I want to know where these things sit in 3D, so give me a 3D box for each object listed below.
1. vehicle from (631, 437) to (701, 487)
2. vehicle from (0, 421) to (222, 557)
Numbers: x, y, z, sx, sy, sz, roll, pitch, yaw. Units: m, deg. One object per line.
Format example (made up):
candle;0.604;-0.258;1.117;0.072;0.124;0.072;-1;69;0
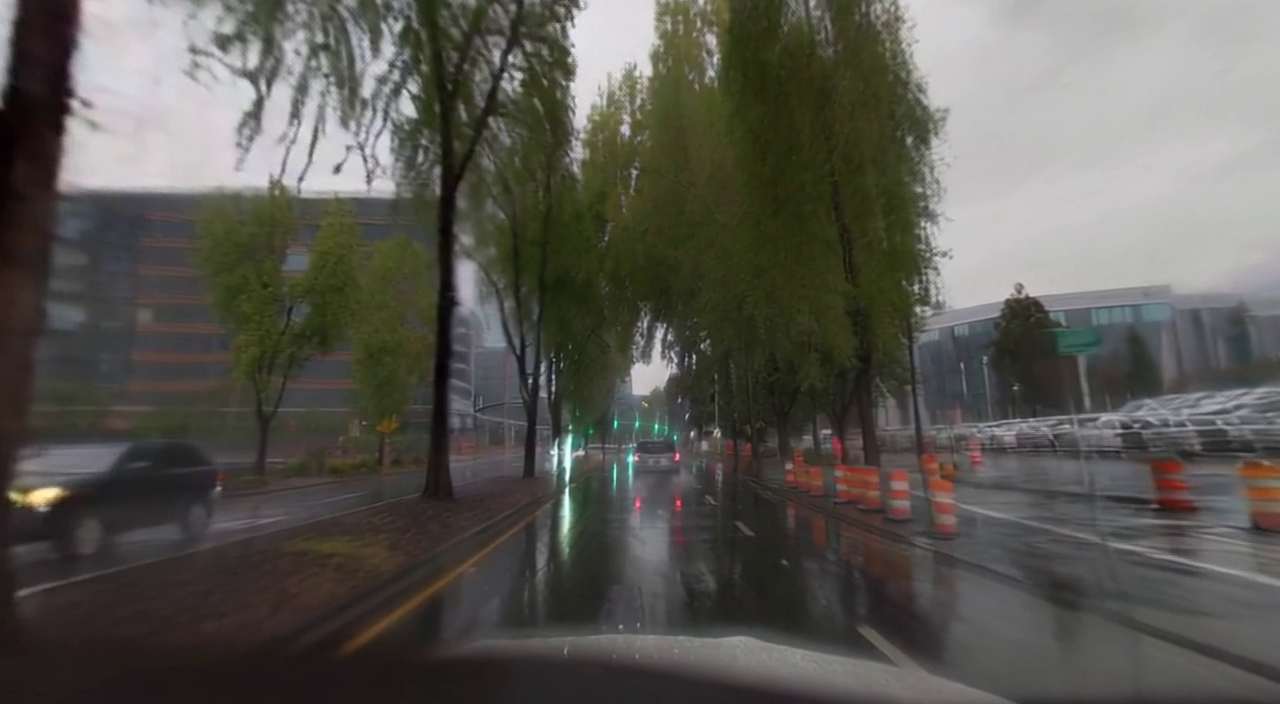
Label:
vehicle;0.870;3.667;21.393;2.114;1.493;4.430;0;-8;2
vehicle;-11.135;2.481;12.168;2.349;2.106;5.464;0;-8;0
